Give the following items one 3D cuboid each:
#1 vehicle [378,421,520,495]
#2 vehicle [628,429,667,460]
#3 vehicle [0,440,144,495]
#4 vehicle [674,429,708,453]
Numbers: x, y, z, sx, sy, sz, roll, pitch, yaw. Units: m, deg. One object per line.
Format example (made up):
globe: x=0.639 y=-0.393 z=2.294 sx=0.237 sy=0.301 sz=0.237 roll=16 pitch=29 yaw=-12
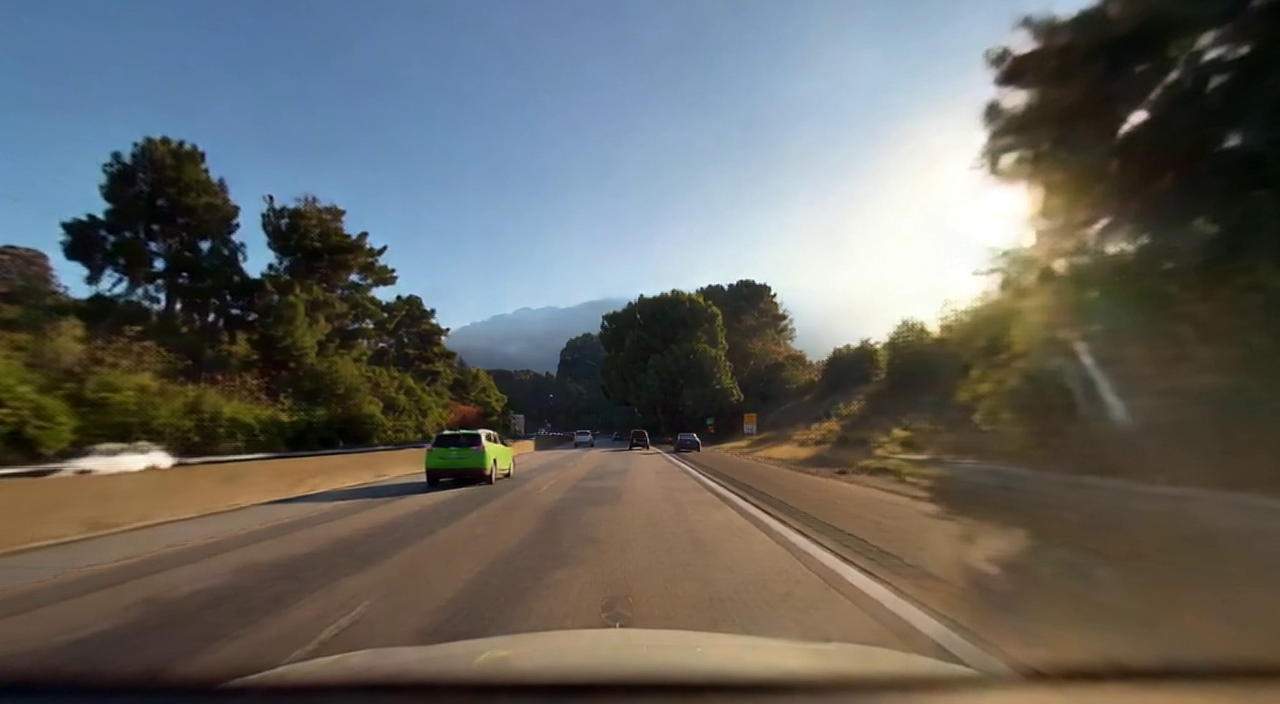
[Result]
vehicle: x=-4.417 y=2.510 z=15.481 sx=2.023 sy=1.512 sz=4.804 roll=0 pitch=-7 yaw=0
vehicle: x=0.367 y=4.588 z=31.517 sx=1.869 sy=1.466 sz=3.356 roll=0 pitch=-7 yaw=1
vehicle: x=-17.207 y=3.384 z=18.857 sx=1.747 sy=1.428 sz=3.719 roll=0 pitch=-7 yaw=-1
vehicle: x=3.399 y=6.022 z=42.755 sx=1.841 sy=1.491 sz=3.869 roll=0 pitch=-7 yaw=-2
